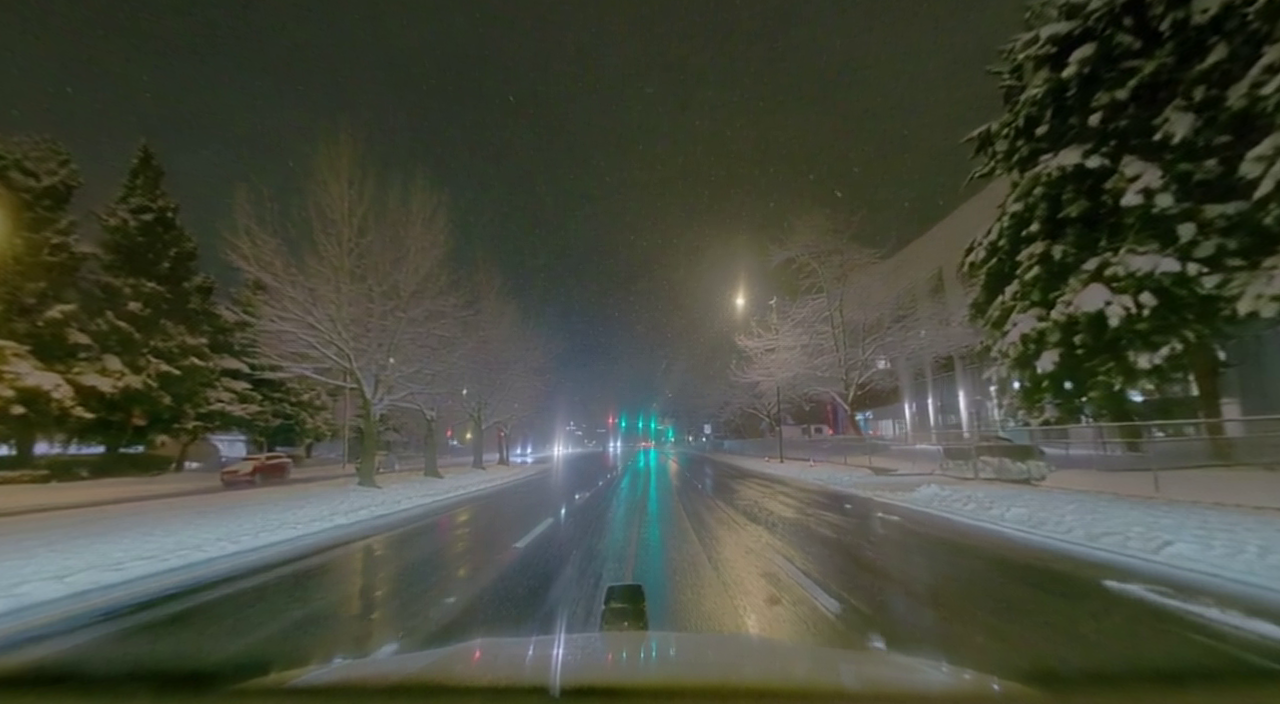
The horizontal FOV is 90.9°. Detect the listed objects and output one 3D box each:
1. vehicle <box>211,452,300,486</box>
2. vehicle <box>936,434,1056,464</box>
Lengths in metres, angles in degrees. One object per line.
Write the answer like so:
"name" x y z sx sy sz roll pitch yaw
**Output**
"vehicle" -22.559 6.851 37.259 2.067 1.743 5.056 0 -8 -1
"vehicle" 17.967 4.931 32.011 4.813 1.464 2.073 0 -9 -1
